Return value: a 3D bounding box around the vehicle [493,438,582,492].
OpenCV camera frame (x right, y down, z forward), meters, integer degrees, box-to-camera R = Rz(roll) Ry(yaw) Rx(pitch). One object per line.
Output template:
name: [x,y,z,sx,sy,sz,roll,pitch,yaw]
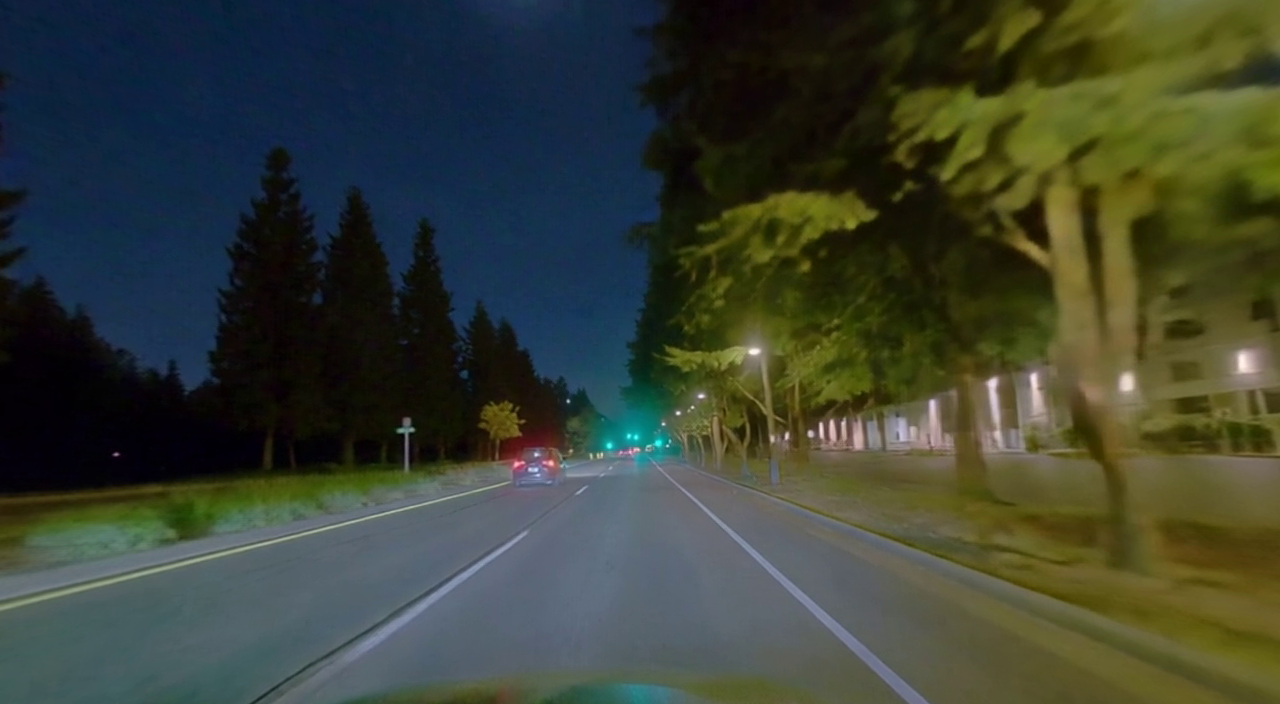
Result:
vehicle: [-3.402,3.888,22.109,2.202,1.685,4.772,0,-9,1]
